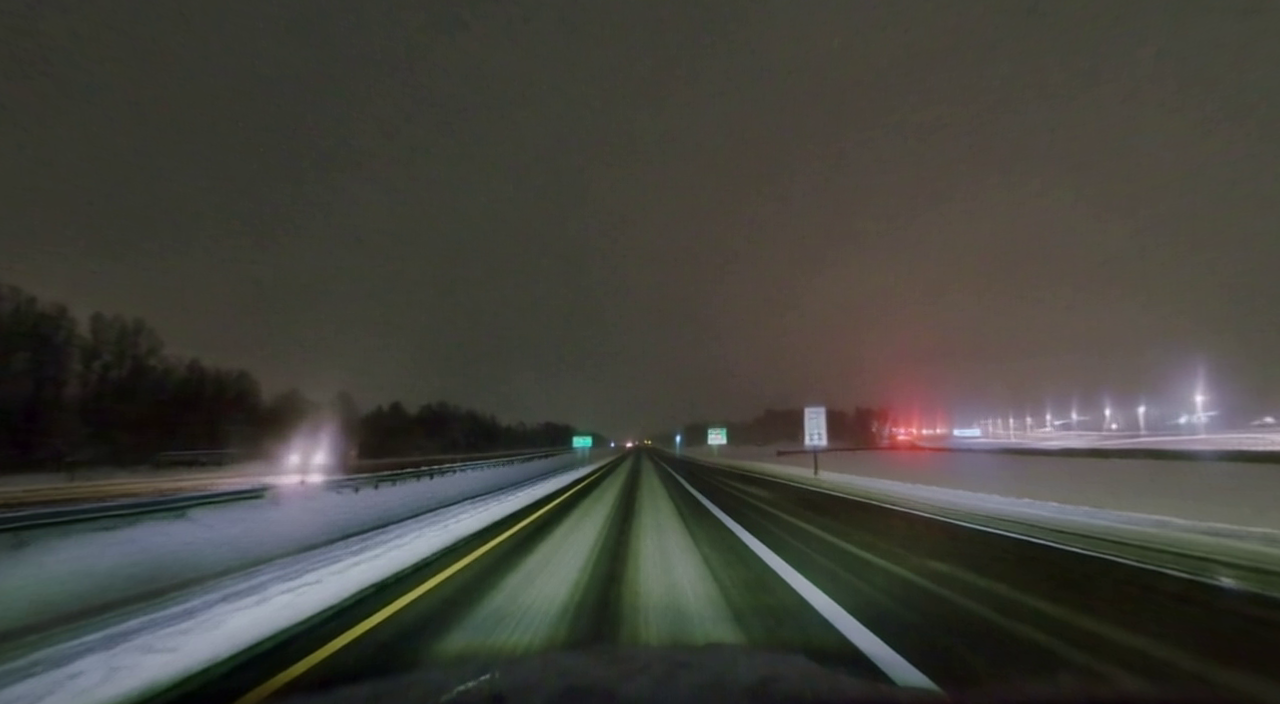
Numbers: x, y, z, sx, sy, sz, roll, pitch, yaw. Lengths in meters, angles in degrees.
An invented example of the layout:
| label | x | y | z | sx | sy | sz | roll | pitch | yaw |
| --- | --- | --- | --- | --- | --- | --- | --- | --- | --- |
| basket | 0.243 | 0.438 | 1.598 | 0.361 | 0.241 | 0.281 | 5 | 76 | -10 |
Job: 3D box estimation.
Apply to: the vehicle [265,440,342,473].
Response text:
| label | x | y | z | sx | sy | sz | roll | pitch | yaw |
| --- | --- | --- | --- | --- | --- | --- | --- | --- | --- |
| vehicle | -20.930 | 6.498 | 39.502 | 2.072 | 1.890 | 4.930 | 0 | -8 | 1 |
